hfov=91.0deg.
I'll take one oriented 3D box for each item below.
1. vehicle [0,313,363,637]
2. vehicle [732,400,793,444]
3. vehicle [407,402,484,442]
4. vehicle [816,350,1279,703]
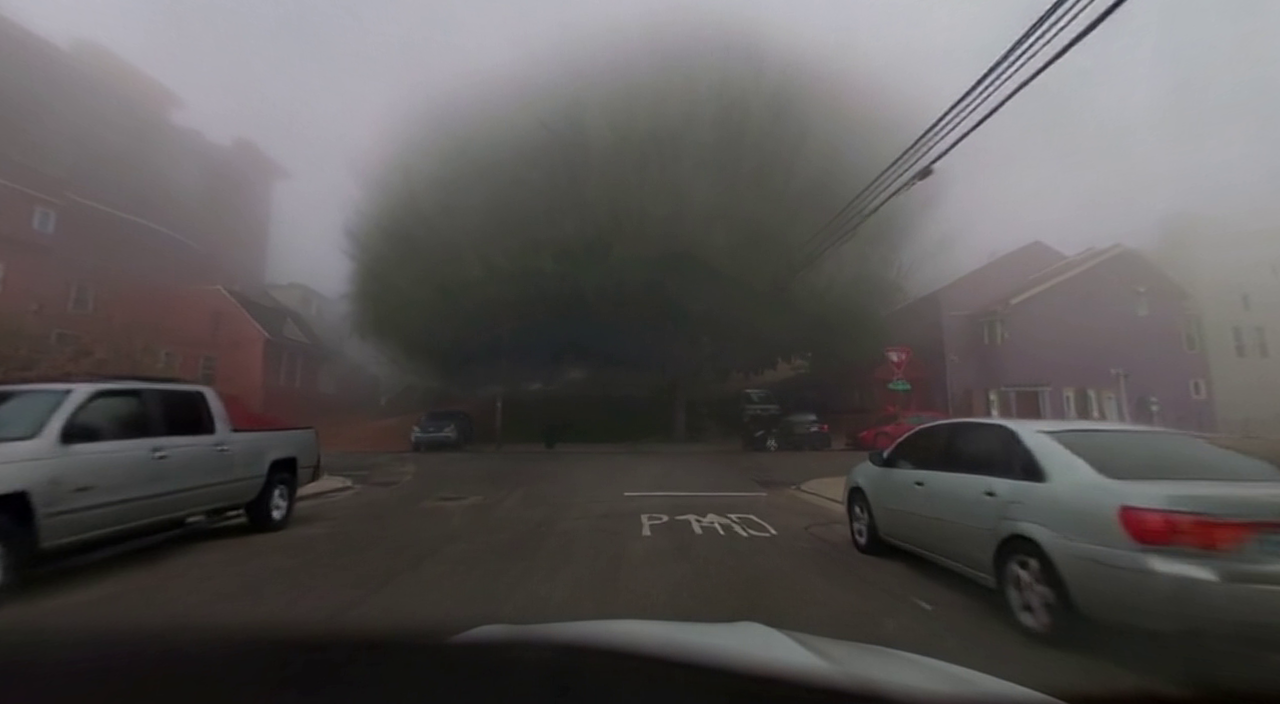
[{"bbox_3d":[-5.461,1.109,6.458,2.480,2.084,6.353,0,-8,-2],"label":"vehicle"},{"bbox_3d":[5.723,3.314,30.010,2.081,1.891,4.367,0,-6,1],"label":"vehicle"},{"bbox_3d":[-9.182,3.402,30.154,2.091,1.760,4.760,0,-8,1],"label":"vehicle"},{"bbox_3d":[3.430,1.217,5.564,2.109,1.811,4.886,1,-8,-3],"label":"vehicle"}]
